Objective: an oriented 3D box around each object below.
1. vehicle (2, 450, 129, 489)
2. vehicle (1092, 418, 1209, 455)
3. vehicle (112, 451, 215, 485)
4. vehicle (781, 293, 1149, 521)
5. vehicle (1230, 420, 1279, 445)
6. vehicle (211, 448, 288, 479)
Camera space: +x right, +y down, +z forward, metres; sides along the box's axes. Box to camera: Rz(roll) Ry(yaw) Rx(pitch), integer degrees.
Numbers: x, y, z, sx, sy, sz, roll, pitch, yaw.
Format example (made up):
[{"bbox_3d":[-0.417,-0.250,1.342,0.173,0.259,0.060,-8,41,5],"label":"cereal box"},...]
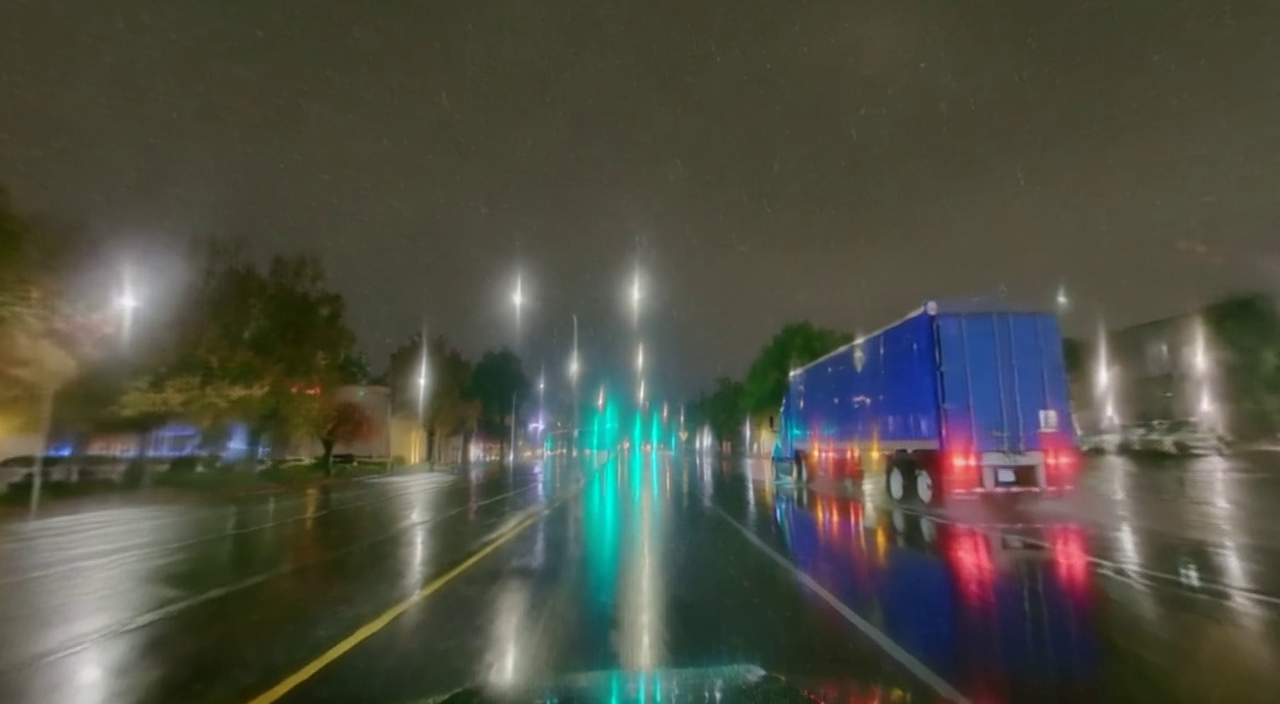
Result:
[{"bbox_3d":[-30.326,6.218,33.622,1.995,1.773,4.984,-3,-10,2],"label":"vehicle"},{"bbox_3d":[32.391,5.388,40.226,5.310,2.217,2.276,0,-8,2],"label":"vehicle"},{"bbox_3d":[-27.992,6.803,37.405,2.037,1.764,5.556,0,-8,-4],"label":"vehicle"},{"bbox_3d":[6.631,1.708,16.240,3.120,3.794,11.510,0,-8,-1],"label":"vehicle"},{"bbox_3d":[44.474,5.675,44.614,1.698,1.521,3.784,-5,-10,-1],"label":"vehicle"},{"bbox_3d":[-26.153,7.520,42.539,2.090,1.772,5.499,-2,-10,-5],"label":"vehicle"}]
